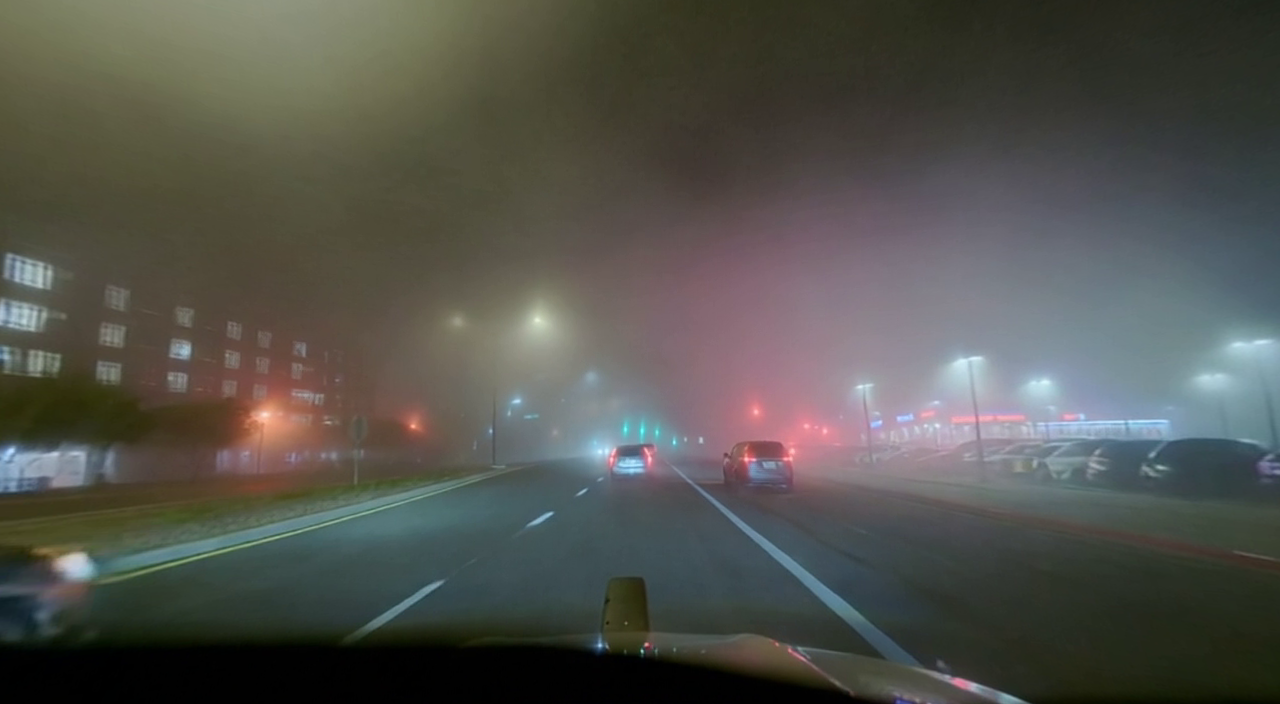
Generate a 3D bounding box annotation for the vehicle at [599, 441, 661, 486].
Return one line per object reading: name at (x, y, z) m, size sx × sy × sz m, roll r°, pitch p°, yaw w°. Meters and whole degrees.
vehicle at (-0.338, 4.012, 22.975) m, size 2.059 × 1.477 × 3.988 m, roll 0°, pitch -8°, yaw 0°

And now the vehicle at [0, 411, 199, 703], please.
vehicle at (-3.844, 0.851, 1.682) m, size 2.029 × 1.482 × 4.591 m, roll 0°, pitch -8°, yaw 0°

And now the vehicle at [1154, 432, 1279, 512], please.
vehicle at (13.498, 2.520, 13.637) m, size 4.312 × 1.485 × 1.995 m, roll 4°, pitch -10°, yaw -27°

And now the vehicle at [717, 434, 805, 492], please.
vehicle at (3.837, 3.595, 20.769) m, size 2.007 × 1.683 × 4.171 m, roll 0°, pitch -8°, yaw -1°

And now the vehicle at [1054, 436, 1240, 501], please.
vehicle at (13.143, 2.954, 16.384) m, size 3.972 × 1.504 × 1.976 m, roll 3°, pitch -9°, yaw -22°
